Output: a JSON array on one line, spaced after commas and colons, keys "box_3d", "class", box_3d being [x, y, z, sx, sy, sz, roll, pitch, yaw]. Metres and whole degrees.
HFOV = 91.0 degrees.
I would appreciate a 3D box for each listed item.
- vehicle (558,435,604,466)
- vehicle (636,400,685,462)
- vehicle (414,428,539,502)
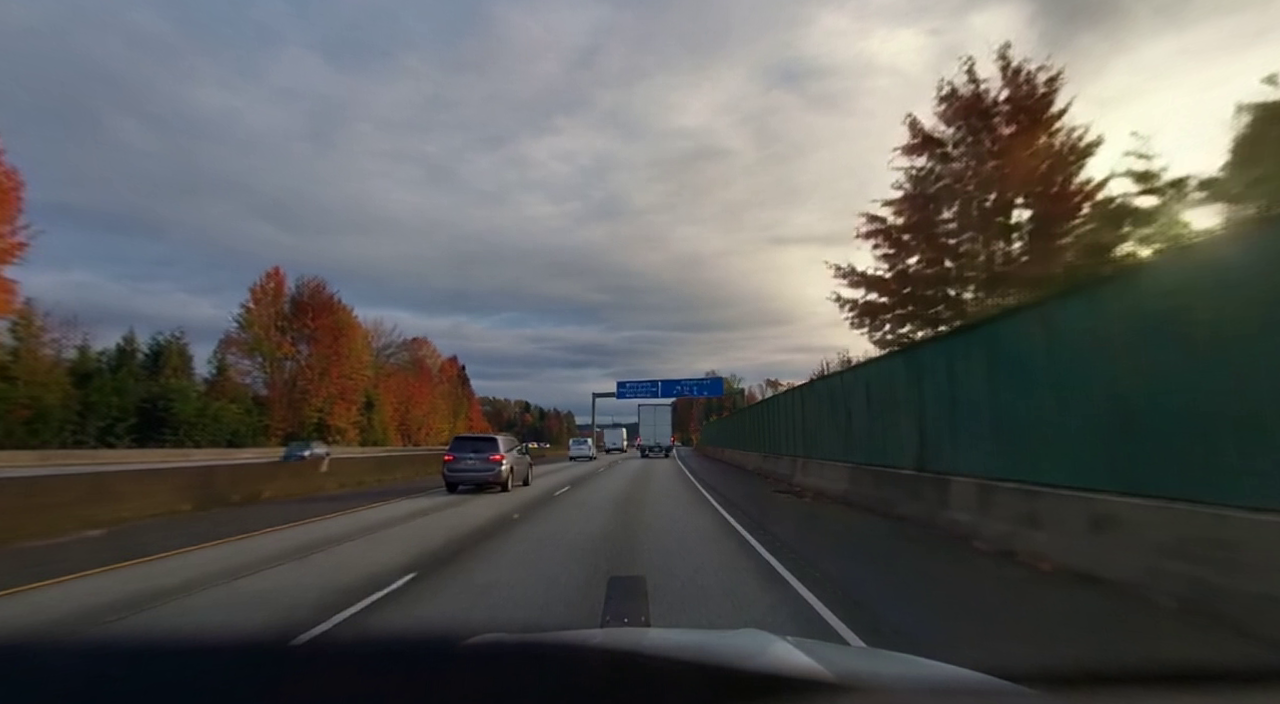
[{"box_3d": [-3.176, 5.411, 34.636, 1.962, 1.575, 4.158, 0, -8, 2], "class": "vehicle"}, {"box_3d": [1.377, 5.481, 43.090, 2.933, 3.701, 10.425, 0, -8, 2], "class": "vehicle"}, {"box_3d": [-3.797, 2.680, 15.371, 1.927, 1.556, 3.921, 0, -8, 1], "class": "vehicle"}]
